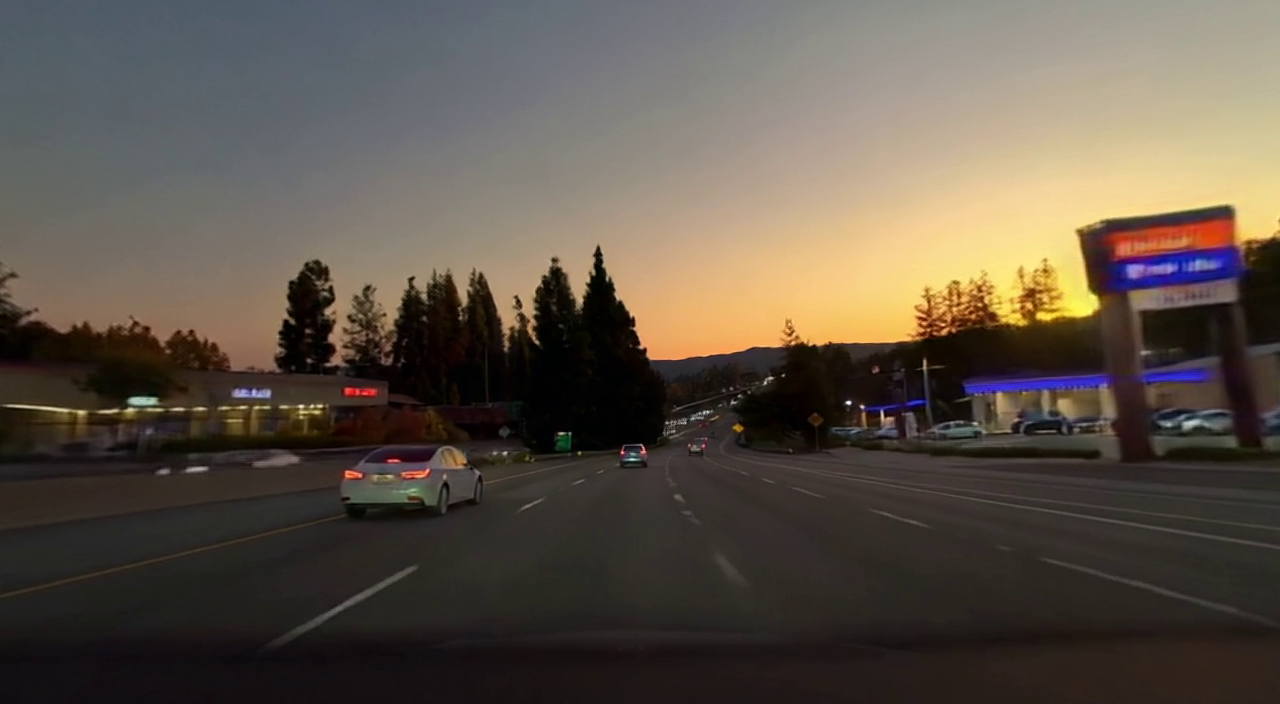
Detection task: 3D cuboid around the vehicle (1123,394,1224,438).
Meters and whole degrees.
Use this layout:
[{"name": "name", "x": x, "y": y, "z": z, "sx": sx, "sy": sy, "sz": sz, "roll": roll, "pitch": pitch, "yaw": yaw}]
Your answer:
[{"name": "vehicle", "x": 22.338, "y": 2.712, "z": 26.430, "sx": 4.068, "sy": 1.664, "sz": 1.917, "roll": 6, "pitch": -9, "yaw": -31}]

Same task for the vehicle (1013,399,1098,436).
[{"name": "vehicle", "x": 21.649, "y": 3.473, "z": 32.867, "sx": 4.431, "sy": 1.699, "sz": 2.022, "roll": 6, "pitch": -10, "yaw": -34}]

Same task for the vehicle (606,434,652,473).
[{"name": "vehicle", "x": -0.503, "y": 5.313, "z": 33.276, "sx": 2.155, "sy": 1.856, "sz": 4.796, "roll": -1, "pitch": -9, "yaw": 2}]

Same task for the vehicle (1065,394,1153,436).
[{"name": "vehicle", "x": 21.739, "y": 2.990, "z": 29.228, "sx": 4.418, "sy": 1.698, "sz": 2.046, "roll": 7, "pitch": -11, "yaw": -38}]

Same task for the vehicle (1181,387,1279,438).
[{"name": "vehicle", "x": 22.391, "y": 2.346, "z": 23.716, "sx": 4.353, "sy": 1.698, "sz": 2.034, "roll": 6, "pitch": -11, "yaw": -36}]

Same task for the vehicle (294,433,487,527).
[{"name": "vehicle", "x": -4.569, "y": 2.405, "z": 12.467, "sx": 1.907, "sy": 1.483, "sz": 4.562, "roll": 0, "pitch": -9, "yaw": 0}]

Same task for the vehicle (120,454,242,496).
[{"name": "vehicle", "x": -18.073, "y": 4.829, "z": 25.134, "sx": 1.822, "sy": 1.472, "sz": 3.879, "roll": -1, "pitch": -9, "yaw": 2}]
